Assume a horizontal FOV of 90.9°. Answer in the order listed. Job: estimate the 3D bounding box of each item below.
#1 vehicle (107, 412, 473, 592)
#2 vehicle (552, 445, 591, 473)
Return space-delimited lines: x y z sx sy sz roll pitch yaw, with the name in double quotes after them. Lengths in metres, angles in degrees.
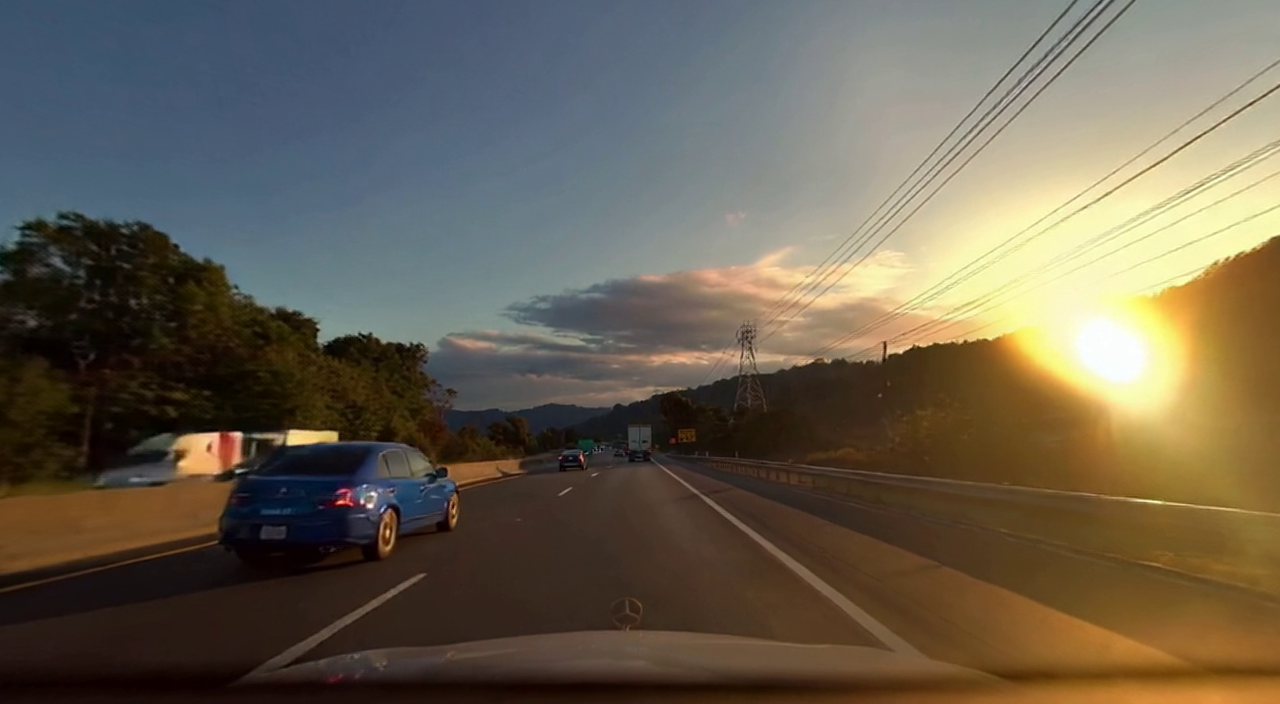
-4.002 1.805 8.547 2.049 1.697 4.998 0 -9 0 "vehicle"
-4.448 6.995 41.444 2.111 1.735 4.066 0 -9 1 "vehicle"
